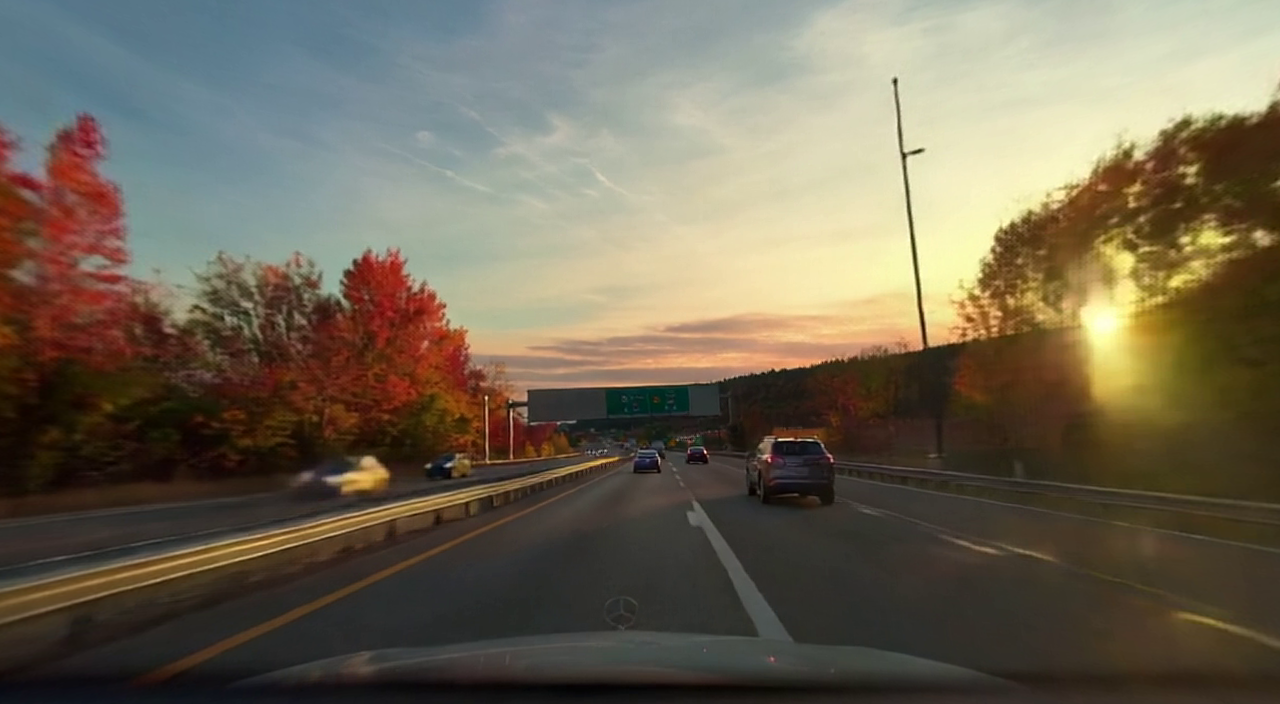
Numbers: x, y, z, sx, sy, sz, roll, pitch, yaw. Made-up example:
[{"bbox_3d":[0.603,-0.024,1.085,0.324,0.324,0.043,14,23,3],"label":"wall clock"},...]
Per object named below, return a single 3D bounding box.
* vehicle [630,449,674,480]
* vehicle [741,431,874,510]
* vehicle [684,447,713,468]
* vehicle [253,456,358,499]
[{"bbox_3d":[0.617,5.535,31.201,2.037,1.418,3.793,-1,-9,1],"label":"vehicle"},{"bbox_3d":[4.071,2.970,16.122,2.250,1.718,4.358,0,-9,1],"label":"vehicle"},{"bbox_3d":[4.536,8.293,49.318,1.959,1.528,4.207,-1,-9,1],"label":"vehicle"},{"bbox_3d":[-13.671,5.128,25.977,1.886,1.531,4.272,-1,-9,2],"label":"vehicle"}]
